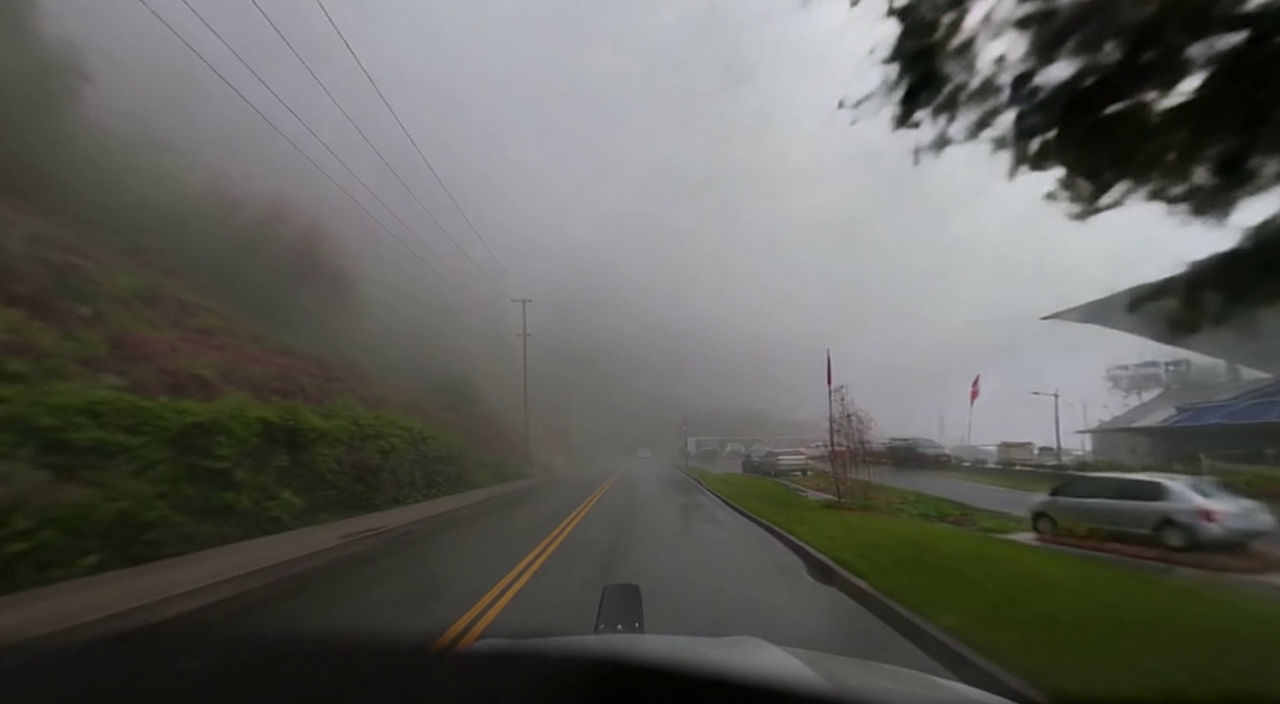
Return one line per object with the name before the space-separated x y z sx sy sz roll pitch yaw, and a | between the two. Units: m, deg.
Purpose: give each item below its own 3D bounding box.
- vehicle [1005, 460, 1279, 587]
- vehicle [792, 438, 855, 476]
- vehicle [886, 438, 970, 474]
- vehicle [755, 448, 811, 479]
vehicle | 8.044 2.493 9.874 1.981 1.471 3.636 1 -9 -11
vehicle | 10.184 5.854 35.287 2.113 1.945 4.546 -1 -9 0
vehicle | 14.603 5.288 32.196 1.947 1.657 4.314 0 -9 -5
vehicle | 7.512 5.857 33.326 1.909 1.496 4.079 -1 -9 -1
